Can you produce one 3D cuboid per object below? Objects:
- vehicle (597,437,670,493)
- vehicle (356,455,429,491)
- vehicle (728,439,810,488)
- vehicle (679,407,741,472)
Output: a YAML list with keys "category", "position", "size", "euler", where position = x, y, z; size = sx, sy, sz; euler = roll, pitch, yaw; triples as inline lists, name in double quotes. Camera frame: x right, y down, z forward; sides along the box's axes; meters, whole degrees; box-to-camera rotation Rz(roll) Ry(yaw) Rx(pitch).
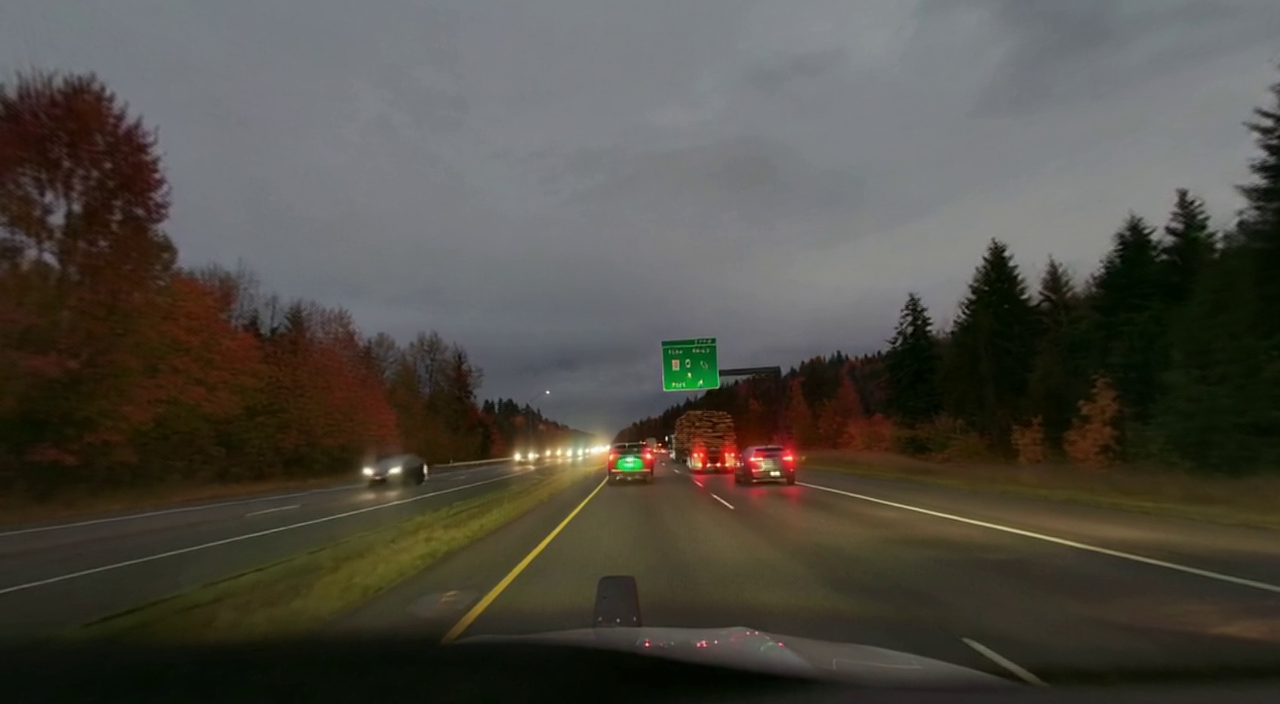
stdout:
- category: "vehicle"
  position: [-0.232, 3.835, 21.533]
  size: [2.263, 1.699, 3.936]
  euler: [0, -9, -1]
- category: "vehicle"
  position: [-12.769, 6.245, 32.691]
  size: [1.987, 1.612, 4.522]
  euler: [0, -9, 0]
- category: "vehicle"
  position: [4.802, 4.218, 24.062]
  size: [2.057, 1.660, 4.525]
  euler: [0, -9, -2]
- category: "vehicle"
  position: [4.569, 6.017, 42.800]
  size: [3.125, 3.895, 8.461]
  euler: [0, -9, -1]
